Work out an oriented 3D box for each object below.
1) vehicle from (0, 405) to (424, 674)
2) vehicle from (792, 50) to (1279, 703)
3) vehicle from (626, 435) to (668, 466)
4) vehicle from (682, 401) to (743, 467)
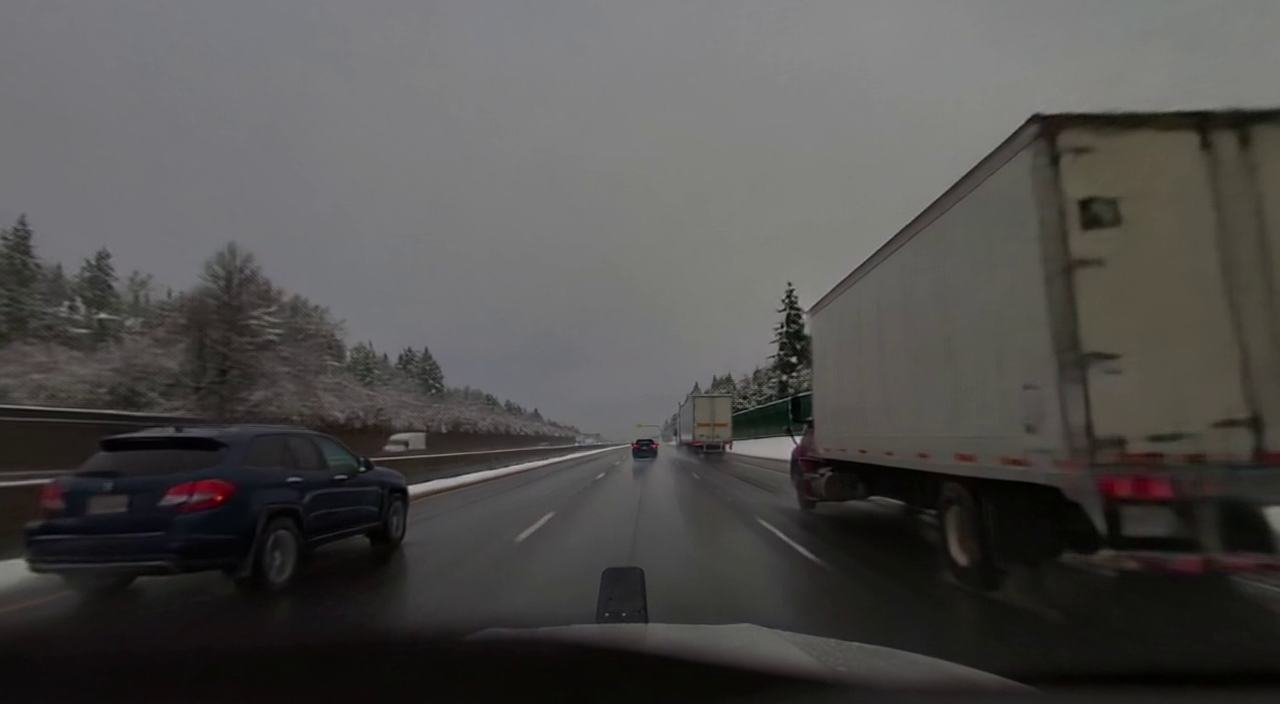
[{"bbox_3d":[-3.682,1.347,5.646,1.988,1.488,4.113,0,-8,1],"label":"vehicle"},{"bbox_3d":[4.097,0.648,7.220,2.742,3.383,8.285,0,-8,1],"label":"vehicle"},{"bbox_3d":[0.431,5.998,38.434,2.389,1.760,4.473,0,-8,0],"label":"vehicle"},{"bbox_3d":[5.098,6.216,47.207,3.117,4.150,13.929,0,-8,1],"label":"vehicle"}]
